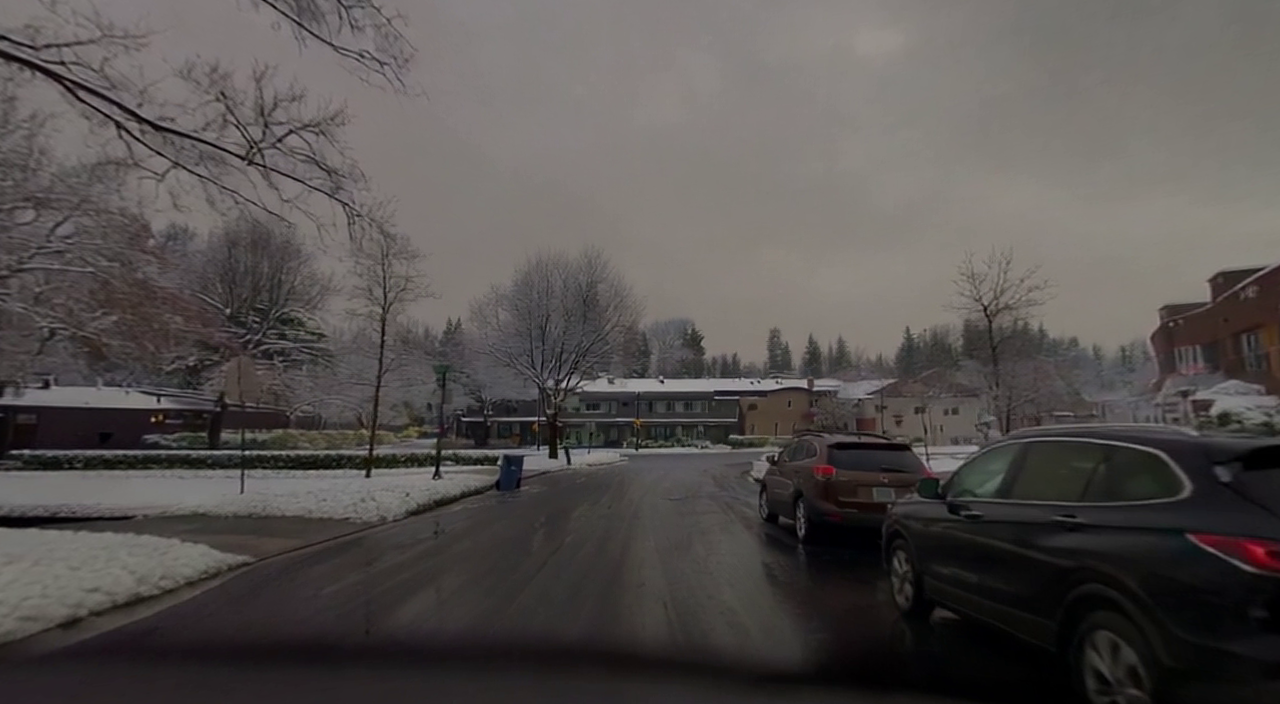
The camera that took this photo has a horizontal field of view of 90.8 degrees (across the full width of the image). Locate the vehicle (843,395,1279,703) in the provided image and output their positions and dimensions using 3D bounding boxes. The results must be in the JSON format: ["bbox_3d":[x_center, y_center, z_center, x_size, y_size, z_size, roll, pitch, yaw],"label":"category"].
[{"bbox_3d":[3.068,1.202,4.018,2.064,1.532,4.596,0,-8,1],"label":"vehicle"}]
